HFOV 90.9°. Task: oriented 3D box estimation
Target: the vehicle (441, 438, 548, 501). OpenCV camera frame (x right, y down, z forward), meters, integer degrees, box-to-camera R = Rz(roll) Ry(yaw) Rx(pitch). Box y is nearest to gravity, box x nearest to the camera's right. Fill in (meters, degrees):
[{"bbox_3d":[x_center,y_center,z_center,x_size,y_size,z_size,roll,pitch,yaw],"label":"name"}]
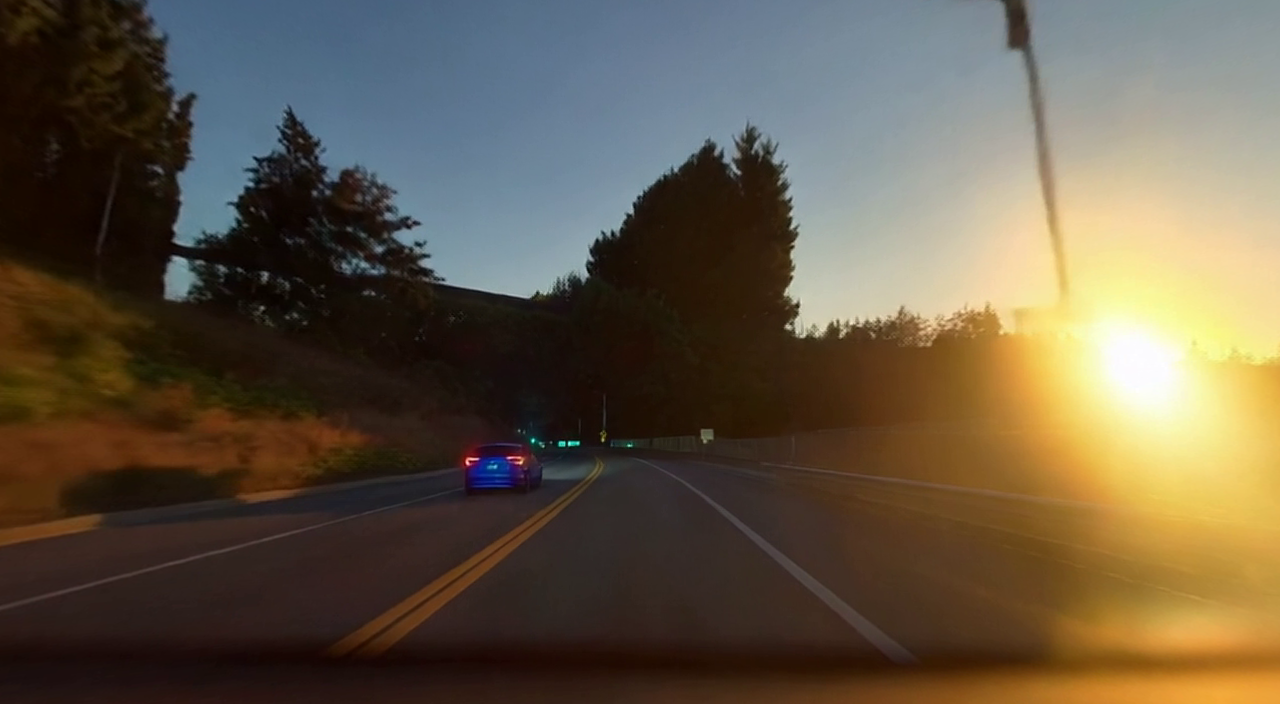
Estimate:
[{"bbox_3d":[-3.891,3.215,17.755,1.968,1.503,4.443,0,-8,0],"label":"vehicle"}]
